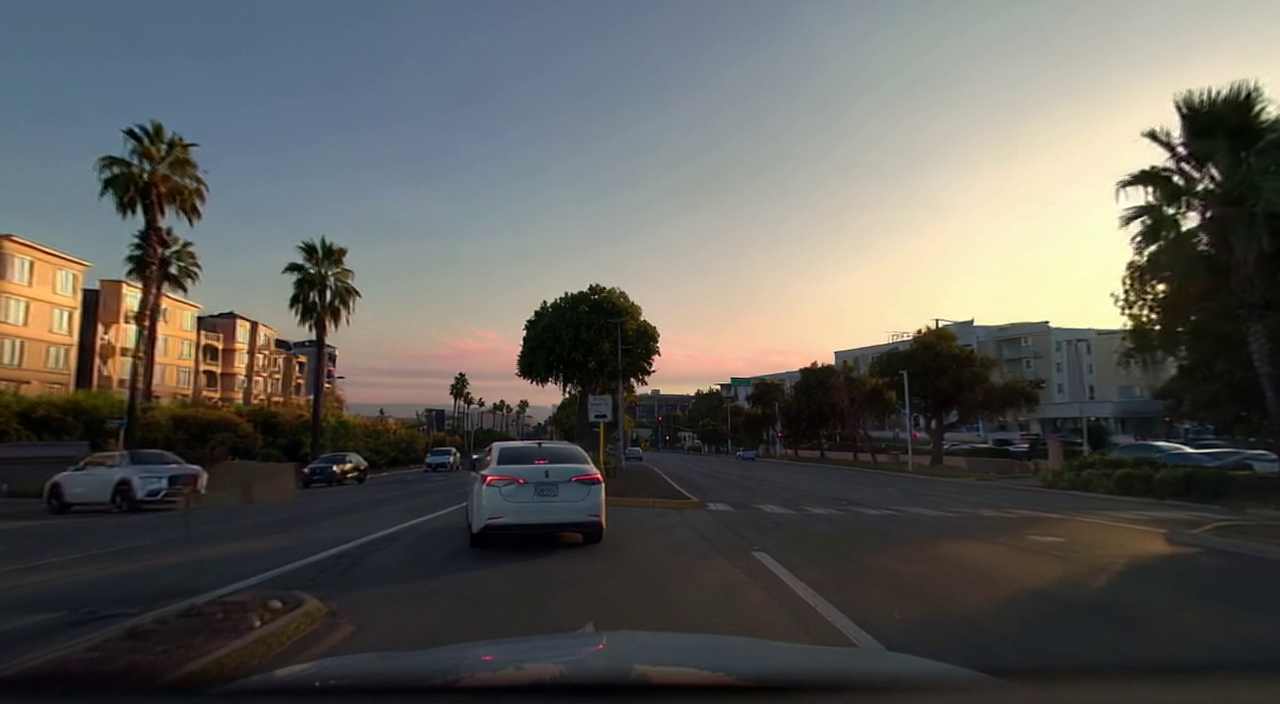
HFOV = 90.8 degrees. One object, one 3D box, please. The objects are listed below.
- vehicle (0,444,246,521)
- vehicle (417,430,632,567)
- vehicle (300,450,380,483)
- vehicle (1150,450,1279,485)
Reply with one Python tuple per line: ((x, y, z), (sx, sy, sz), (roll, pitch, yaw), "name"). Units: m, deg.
((-11.821, 2.905, 14.476), (4.457, 1.552, 2.095), (-2, -9, 14), "vehicle")
((-1.947, 1.959, 9.326), (1.986, 1.473, 4.382), (4, -9, -25), "vehicle")
((-14.875, 5.671, 31.623), (2.099, 1.464, 4.615), (1, -9, -5), "vehicle")
((25.863, 5.118, 28.109), (4.446, 1.464, 1.954), (-1, -9, 4), "vehicle")
